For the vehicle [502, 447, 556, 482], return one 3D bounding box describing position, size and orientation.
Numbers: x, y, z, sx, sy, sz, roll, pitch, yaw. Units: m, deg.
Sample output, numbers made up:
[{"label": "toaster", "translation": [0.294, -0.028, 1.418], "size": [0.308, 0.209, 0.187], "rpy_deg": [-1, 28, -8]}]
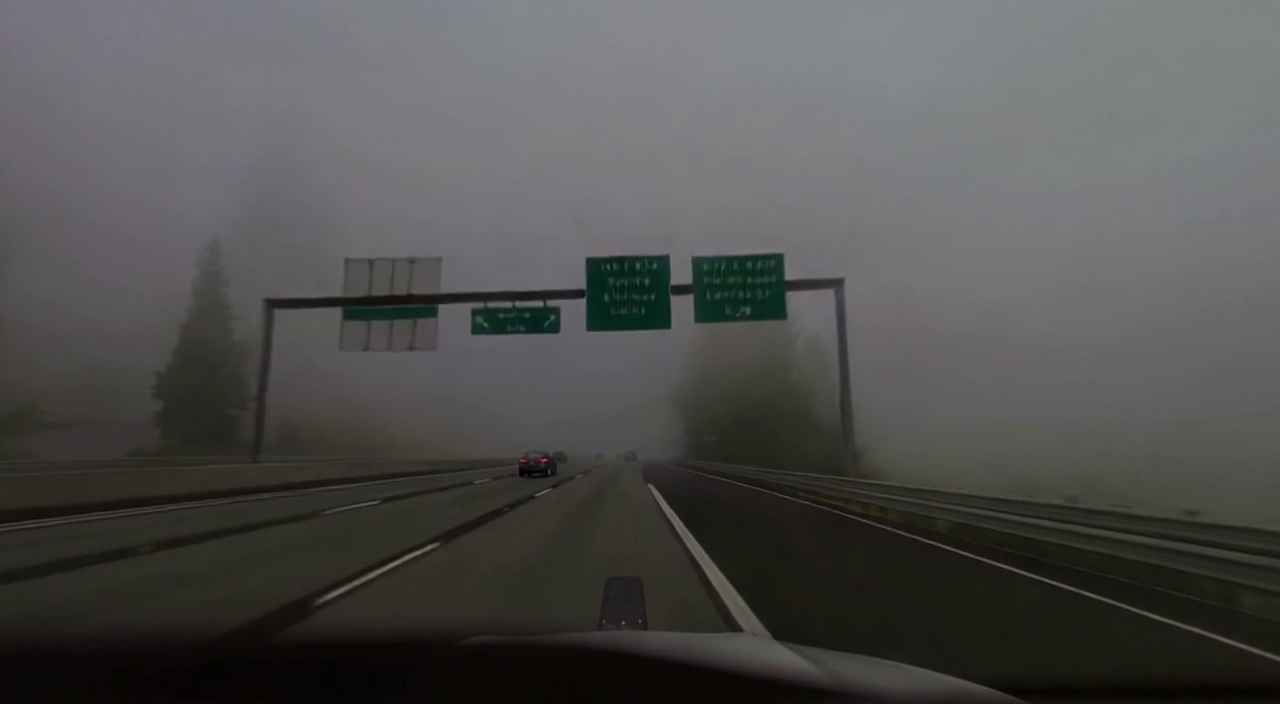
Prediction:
[{"label": "vehicle", "translation": [-5.437, 5.563, 31.454], "size": [1.875, 1.587, 4.687], "rpy_deg": [0, -9, -1]}]
